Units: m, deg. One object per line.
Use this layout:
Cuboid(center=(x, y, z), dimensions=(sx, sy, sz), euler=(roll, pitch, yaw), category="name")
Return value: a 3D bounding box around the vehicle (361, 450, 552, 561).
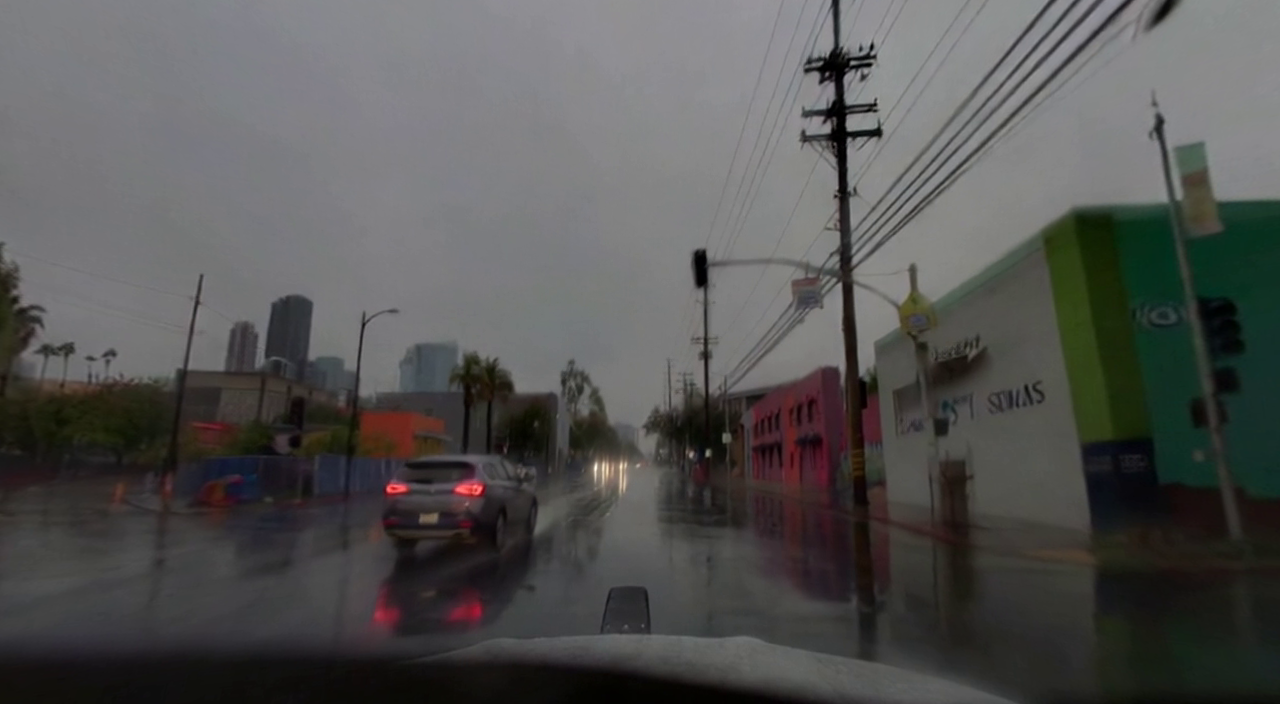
Cuboid(center=(-2.995, 2.647, 11.496), dimensions=(2.036, 1.589, 4.549), euler=(0, -10, 1), category="vehicle")
